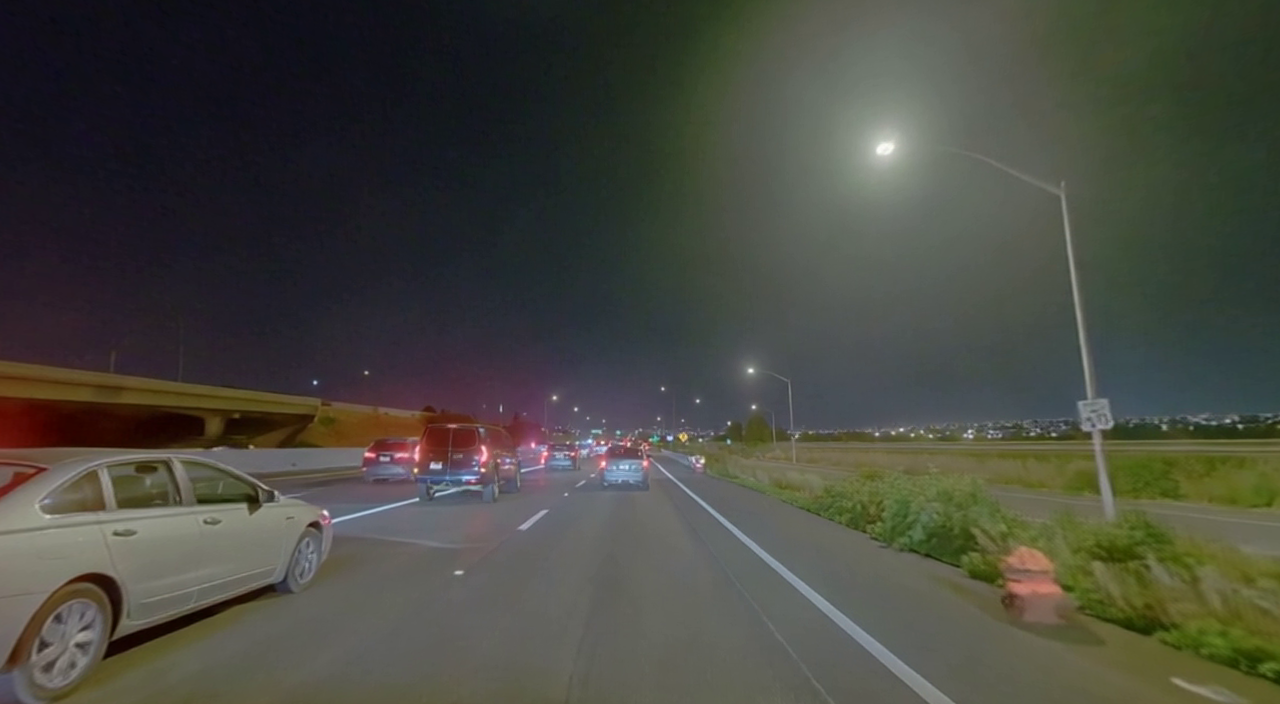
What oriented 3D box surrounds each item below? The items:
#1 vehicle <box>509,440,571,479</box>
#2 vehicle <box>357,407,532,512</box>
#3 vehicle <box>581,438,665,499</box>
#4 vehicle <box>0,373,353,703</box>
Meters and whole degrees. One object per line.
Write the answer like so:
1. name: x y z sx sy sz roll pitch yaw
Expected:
1. vehicle: -3.993 4.349 25.832 1.824 1.459 4.007 0 -9 0
2. vehicle: -4.284 2.514 15.162 2.324 2.012 5.740 0 -9 0
3. vehicle: -0.462 3.171 17.627 2.069 1.484 3.918 0 -9 -1
4. vehicle: -3.859 1.066 3.887 2.041 1.604 4.384 0 -9 1
